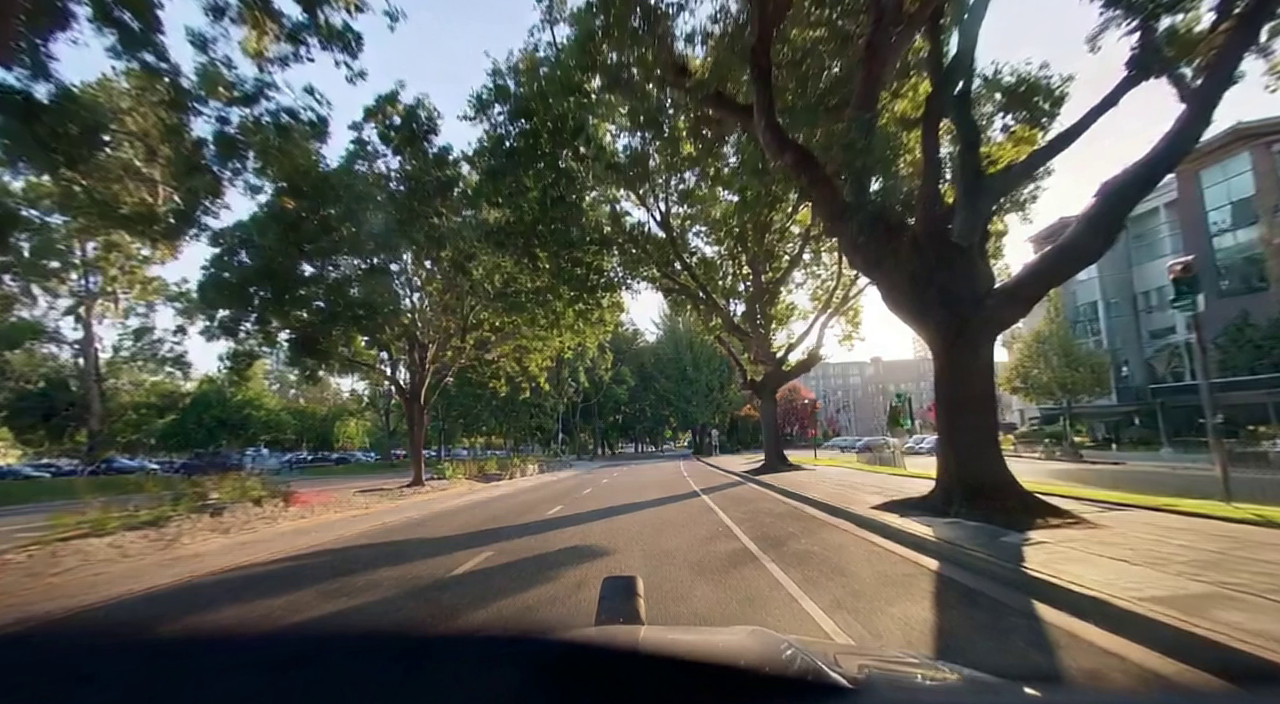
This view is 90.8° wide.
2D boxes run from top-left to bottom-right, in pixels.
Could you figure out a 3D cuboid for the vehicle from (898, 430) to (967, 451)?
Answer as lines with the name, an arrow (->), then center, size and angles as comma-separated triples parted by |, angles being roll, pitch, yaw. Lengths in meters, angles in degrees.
vehicle -> 22.228, 6.741, 48.116 | 4.293, 1.473, 1.843 | -1, -7, 3
